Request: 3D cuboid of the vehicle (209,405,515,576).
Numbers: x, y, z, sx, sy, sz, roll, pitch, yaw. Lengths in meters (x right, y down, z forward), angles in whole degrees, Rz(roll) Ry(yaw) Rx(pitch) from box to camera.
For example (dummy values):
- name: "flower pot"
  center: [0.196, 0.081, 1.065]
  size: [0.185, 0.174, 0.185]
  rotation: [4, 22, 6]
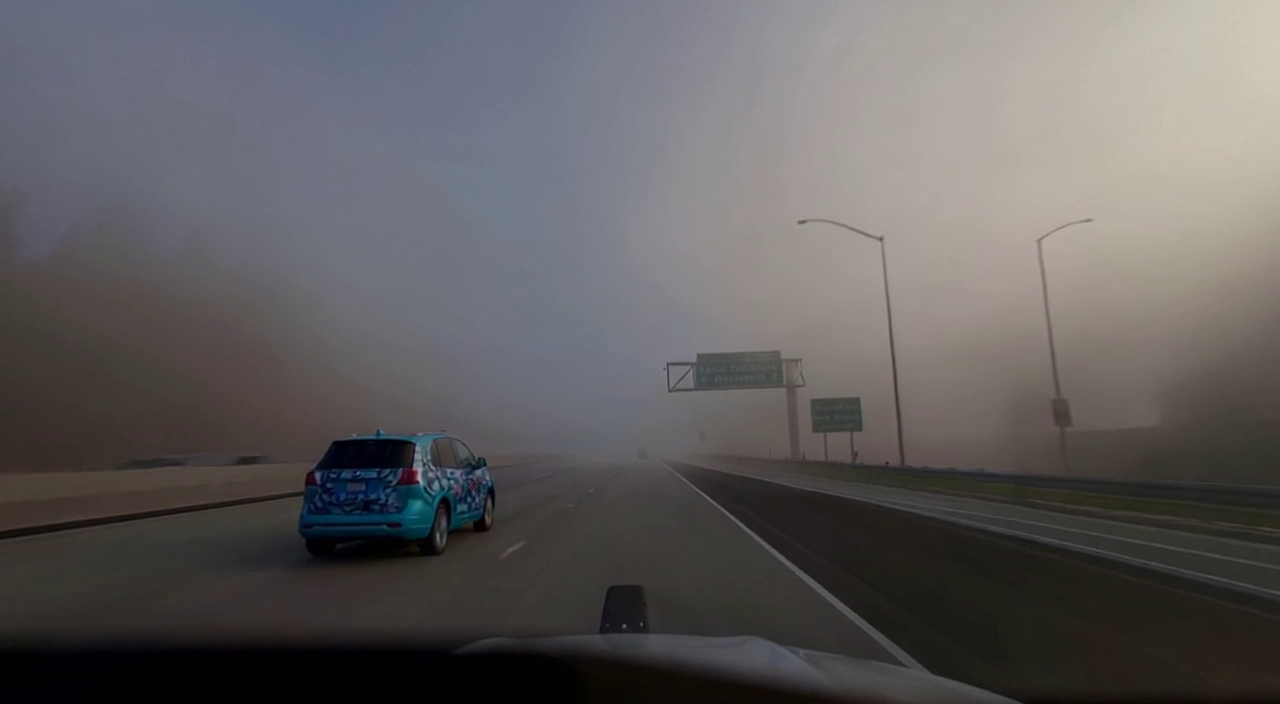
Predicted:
- name: "vehicle"
  center: [-3.433, 1.819, 9.117]
  size: [2.183, 1.803, 4.685]
  rotation: [0, -8, 1]
